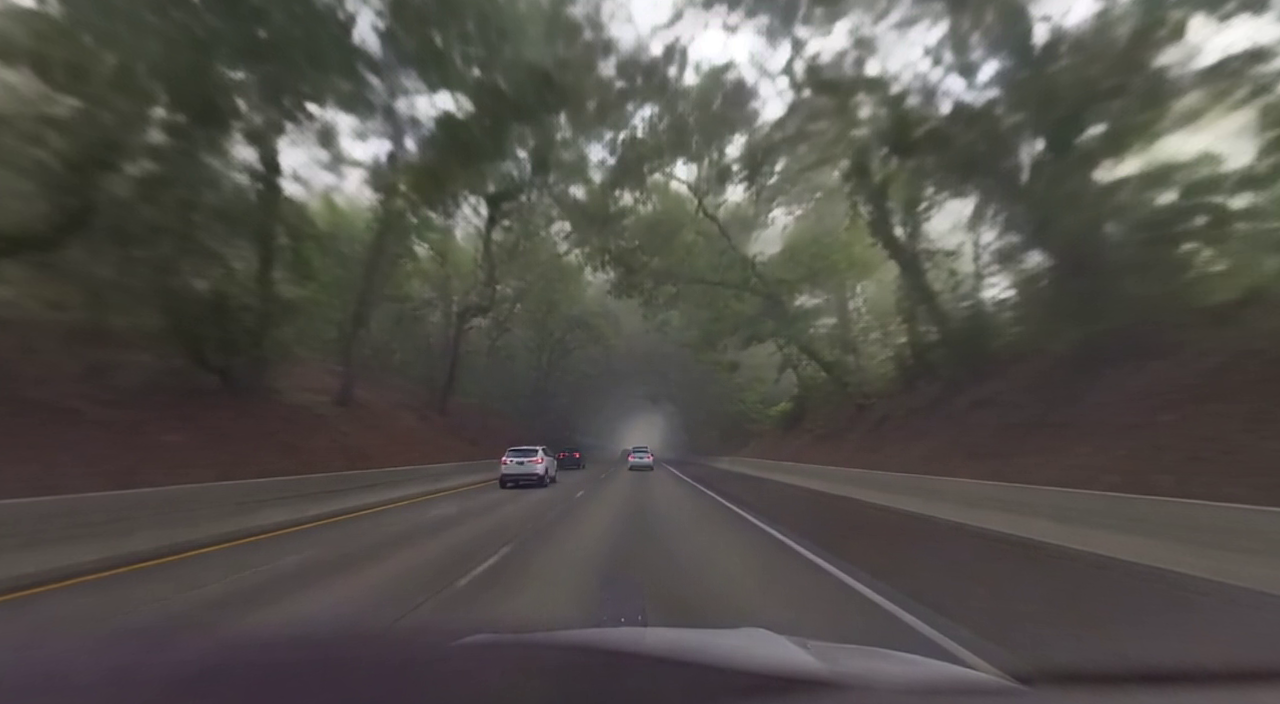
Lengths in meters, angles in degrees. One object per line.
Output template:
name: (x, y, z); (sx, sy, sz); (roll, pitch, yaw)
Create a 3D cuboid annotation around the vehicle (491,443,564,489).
vehicle: (-4.051, 4.165, 23.291); (1.978, 1.538, 3.755); (0, -9, 0)

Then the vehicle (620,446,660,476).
vehicle: (-0.024, 5.845, 33.921); (2.001, 1.490, 3.914); (0, -9, 0)

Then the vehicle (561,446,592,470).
vehicle: (-4.506, 7.548, 45.120); (1.834, 1.615, 3.624); (0, -9, 0)
